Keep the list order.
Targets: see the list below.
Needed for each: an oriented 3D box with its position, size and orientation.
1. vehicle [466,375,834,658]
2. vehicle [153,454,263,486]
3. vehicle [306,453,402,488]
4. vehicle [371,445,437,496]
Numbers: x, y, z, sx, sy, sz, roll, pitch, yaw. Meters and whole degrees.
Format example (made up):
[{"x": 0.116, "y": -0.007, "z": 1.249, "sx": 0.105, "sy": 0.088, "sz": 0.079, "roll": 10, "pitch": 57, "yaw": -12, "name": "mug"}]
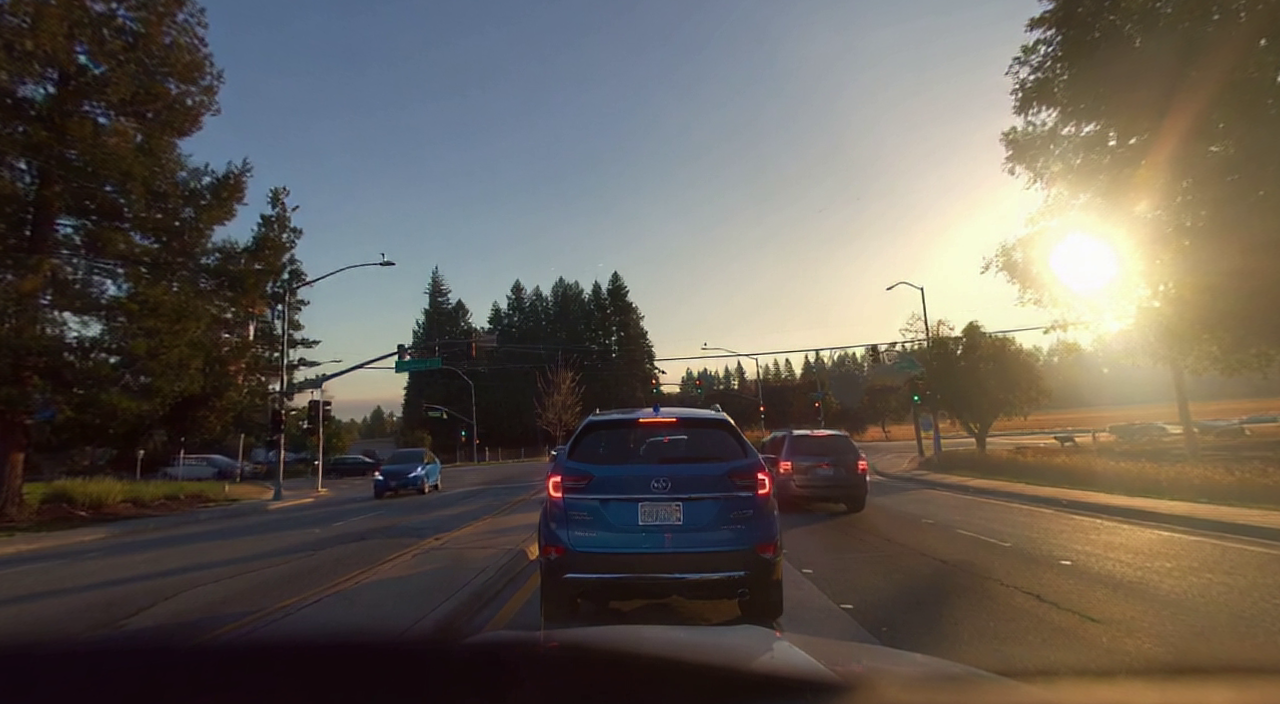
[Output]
[{"x": 0.062, "y": 1.334, "z": 6.112, "sx": 2.298, "sy": 1.770, "sz": 4.138, "roll": 0, "pitch": -8, "yaw": 0, "name": "vehicle"}, {"x": -23.990, "y": 6.555, "z": 35.131, "sx": 4.605, "sy": 1.626, "sz": 2.251, "roll": -1, "pitch": -8, "yaw": 6, "name": "vehicle"}, {"x": -13.696, "y": 5.603, "z": 30.097, "sx": 4.559, "sy": 1.458, "sz": 2.265, "roll": -7, "pitch": -11, "yaw": 38, "name": "vehicle"}, {"x": -8.717, "y": 4.327, "z": 23.558, "sx": 2.026, "sy": 1.680, "sz": 4.608, "roll": 3, "pitch": -9, "yaw": -18, "name": "vehicle"}]
